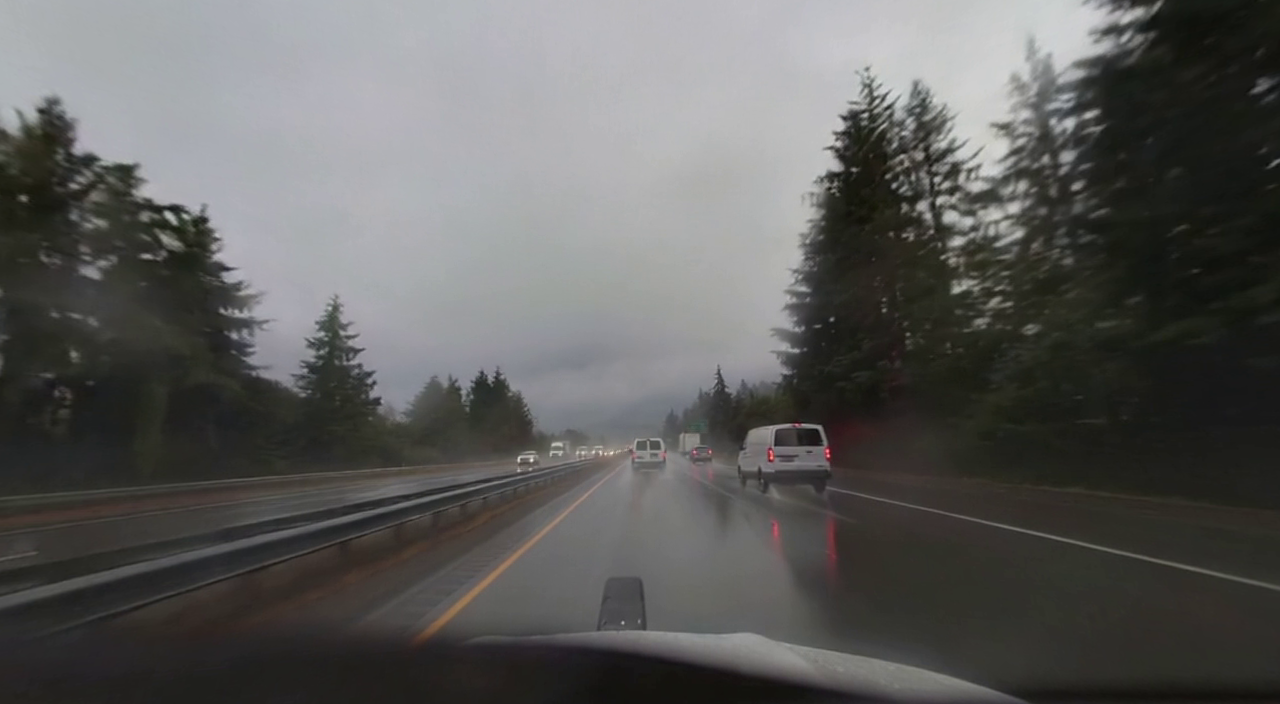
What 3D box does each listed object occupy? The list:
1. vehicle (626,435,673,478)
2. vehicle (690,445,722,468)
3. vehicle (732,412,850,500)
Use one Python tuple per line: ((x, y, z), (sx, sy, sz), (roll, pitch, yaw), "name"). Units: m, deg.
((0.437, 5.134, 31.118), (2.143, 1.925, 4.101), (0, -9, 0), "vehicle")
((4.720, 7.526, 45.671), (1.868, 1.566, 3.509), (0, -9, -1), "vehicle")
((4.327, 3.097, 19.023), (2.232, 2.290, 4.720), (0, -9, -2), "vehicle")
